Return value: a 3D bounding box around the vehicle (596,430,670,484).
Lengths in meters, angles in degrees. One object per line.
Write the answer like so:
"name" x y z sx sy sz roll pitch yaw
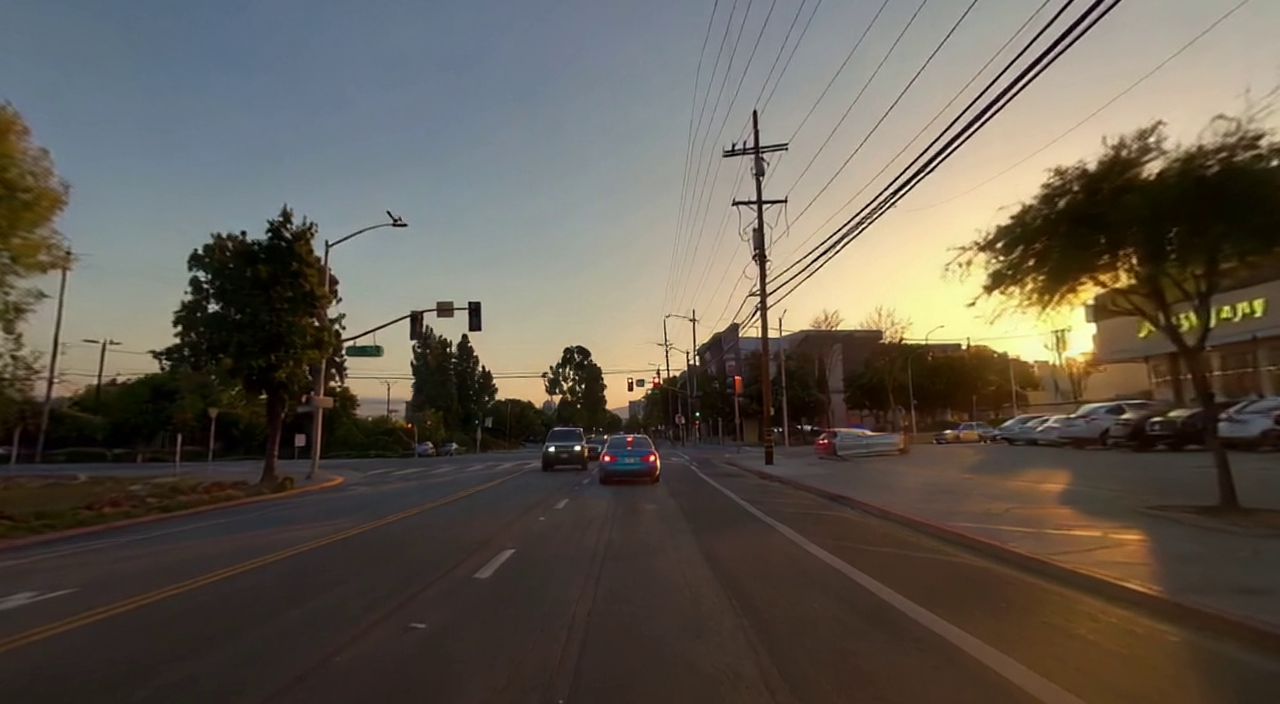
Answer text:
"vehicle" -0.292 3.242 19.792 2.070 1.481 4.216 0 -8 -2

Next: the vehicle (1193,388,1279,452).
"vehicle" 18.862 2.090 18.896 3.791 1.720 1.992 4 -9 -27

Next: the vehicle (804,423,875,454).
"vehicle" 10.337 4.549 33.027 1.842 1.471 4.481 1 -8 -6

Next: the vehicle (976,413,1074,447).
"vehicle" 18.443 3.764 30.184 4.446 1.511 1.977 4 -9 -29

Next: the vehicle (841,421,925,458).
"vehicle" 10.267 3.773 27.062 1.888 1.455 4.268 0 -8 0

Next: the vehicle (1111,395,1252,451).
"vehicle" 18.450 2.474 21.498 4.206 1.722 2.100 4 -9 -28

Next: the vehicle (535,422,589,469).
"vehicle" -3.332 4.003 27.156 2.106 1.852 4.512 1 -8 -7
